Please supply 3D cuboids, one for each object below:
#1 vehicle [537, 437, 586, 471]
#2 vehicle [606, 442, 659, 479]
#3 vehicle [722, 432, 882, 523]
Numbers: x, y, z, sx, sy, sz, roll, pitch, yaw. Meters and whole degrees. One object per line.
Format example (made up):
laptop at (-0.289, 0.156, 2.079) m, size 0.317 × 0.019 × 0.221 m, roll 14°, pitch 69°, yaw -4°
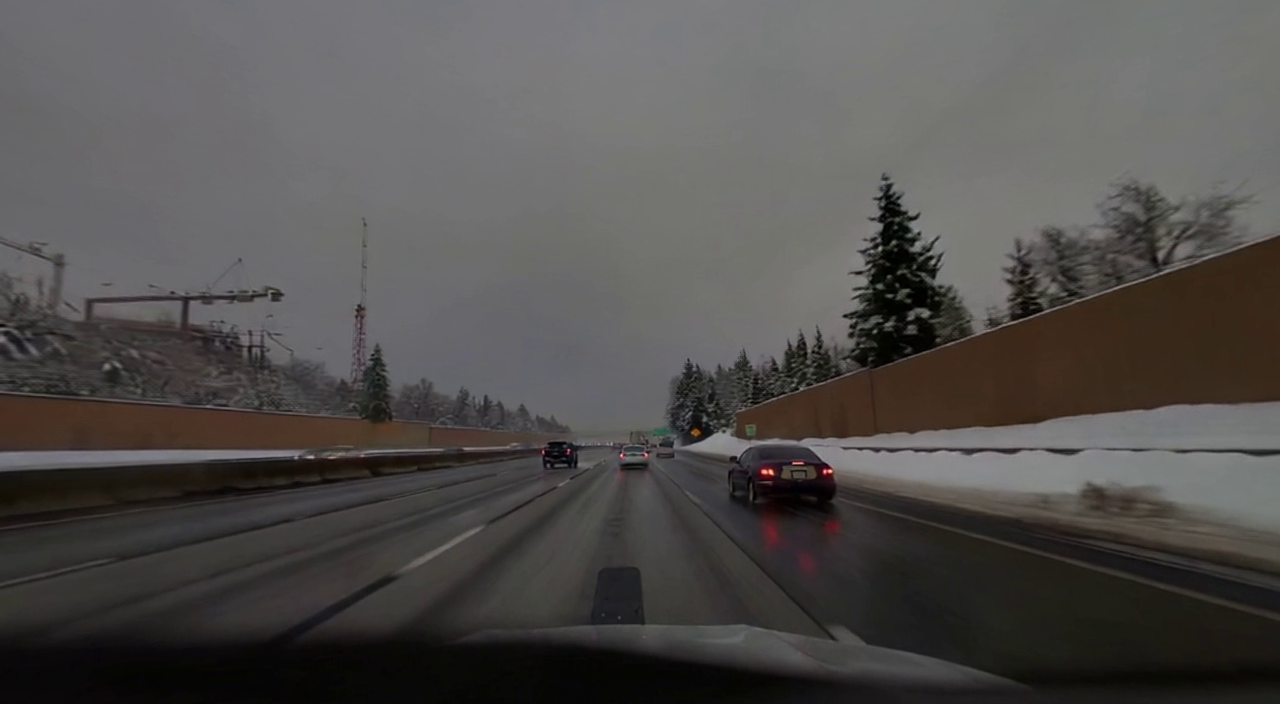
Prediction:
vehicle at (-4.317, 5.653, 35.279) m, size 2.121 × 1.775 × 4.335 m, roll 0°, pitch -8°, yaw 1°
vehicle at (-0.321, 4.525, 26.639) m, size 2.045 × 1.452 × 4.040 m, roll 0°, pitch -8°, yaw -1°
vehicle at (3.025, 2.446, 12.925) m, size 1.917 × 1.507 × 4.540 m, roll 0°, pitch -8°, yaw -2°
